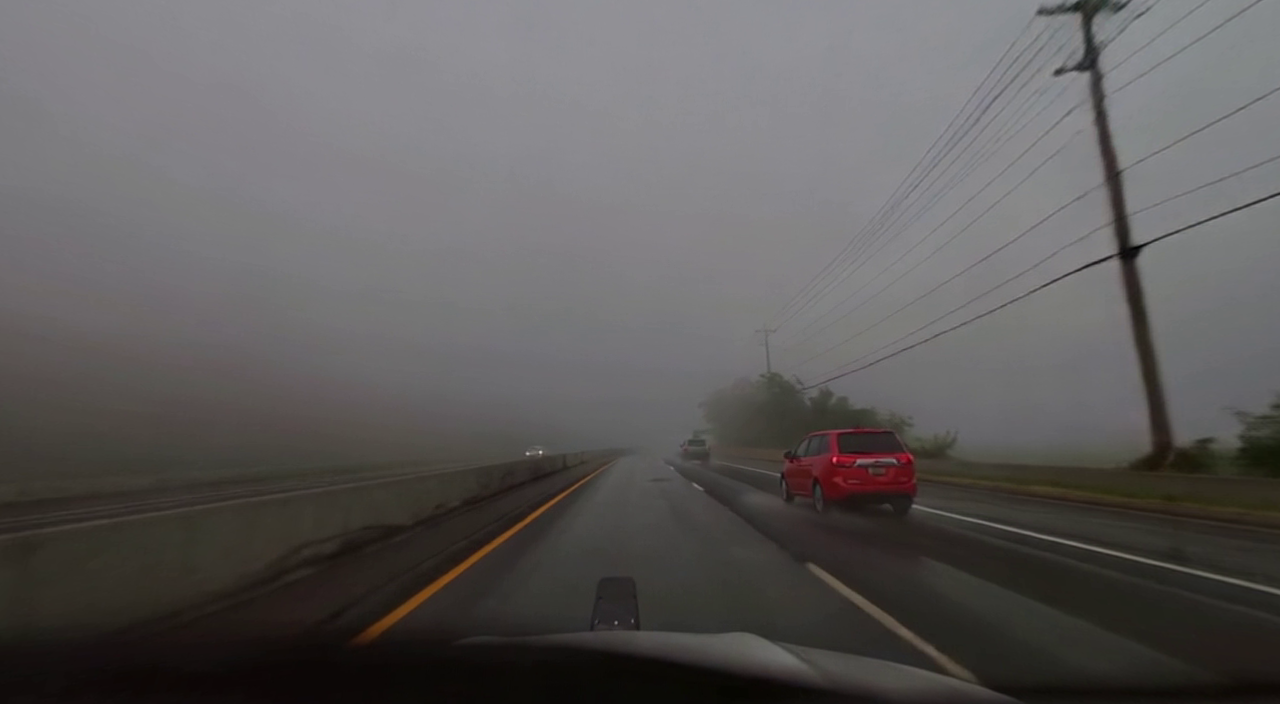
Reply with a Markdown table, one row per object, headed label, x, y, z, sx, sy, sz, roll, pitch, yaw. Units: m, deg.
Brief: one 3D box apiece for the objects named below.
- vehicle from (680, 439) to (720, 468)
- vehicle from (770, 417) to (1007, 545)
| label | x | y | z | sx | sy | sz | roll | pitch | yaw |
| --- | --- | --- | --- | --- | --- | --- | --- | --- | --- |
| vehicle | 3.329 | 5.683 | 35.530 | 1.868 | 1.507 | 3.833 | -1 | -8 | -1 |
| vehicle | 3.589 | 1.938 | 10.174 | 1.977 | 1.581 | 4.428 | -1 | -8 | -1 |
